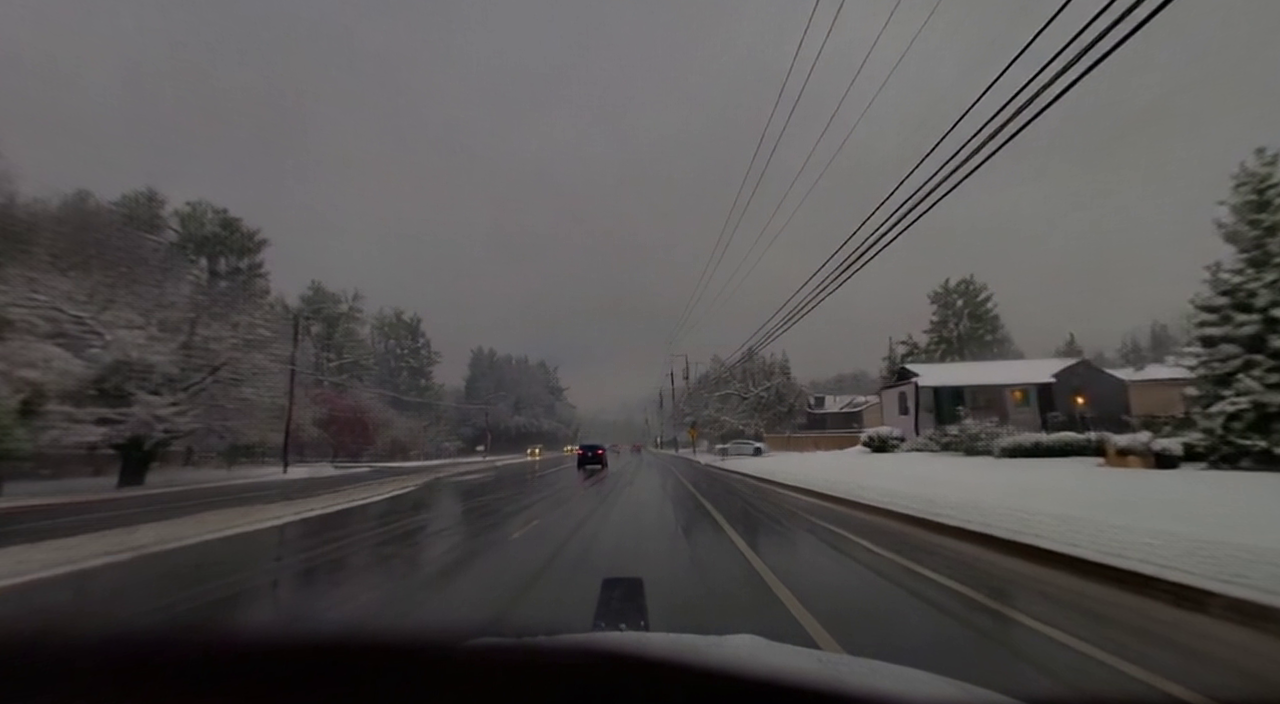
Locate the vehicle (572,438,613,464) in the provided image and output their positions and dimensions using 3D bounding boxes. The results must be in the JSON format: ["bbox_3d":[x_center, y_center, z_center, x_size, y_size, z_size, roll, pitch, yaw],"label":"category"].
[{"bbox_3d":[-2.906,6.145,39.266,2.084,1.466,4.522,0,-9,2],"label":"vehicle"}]
